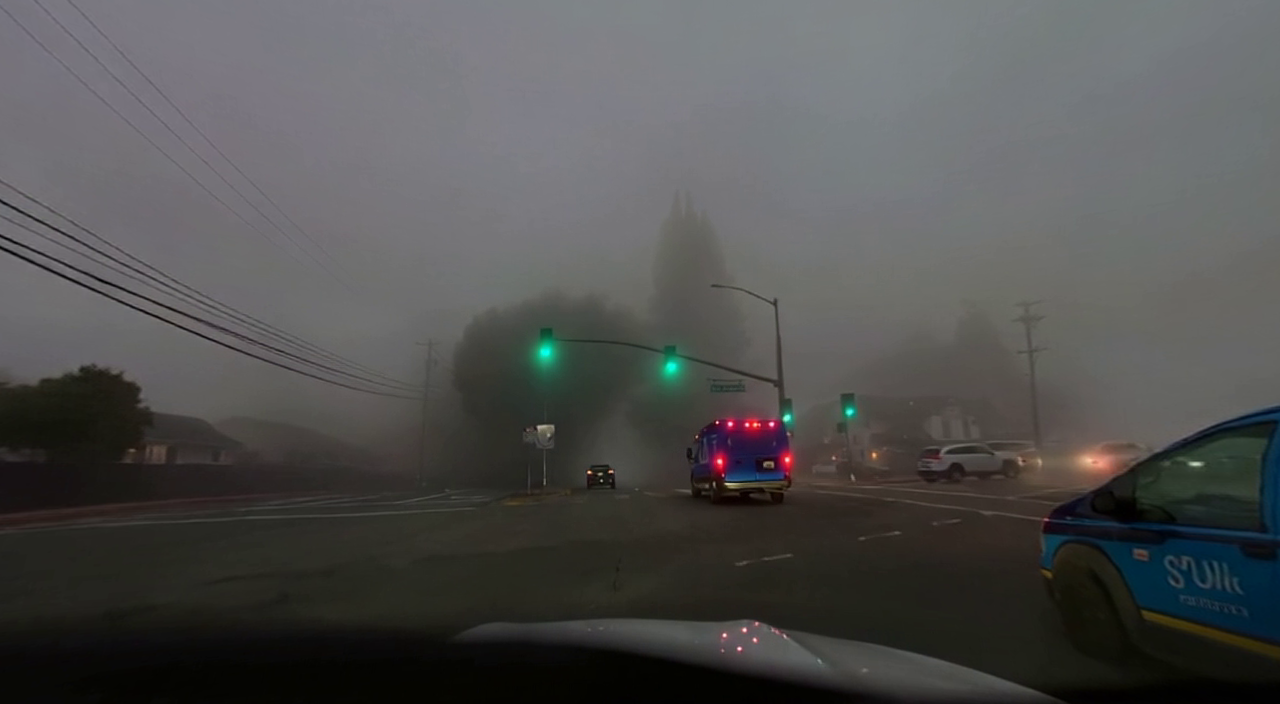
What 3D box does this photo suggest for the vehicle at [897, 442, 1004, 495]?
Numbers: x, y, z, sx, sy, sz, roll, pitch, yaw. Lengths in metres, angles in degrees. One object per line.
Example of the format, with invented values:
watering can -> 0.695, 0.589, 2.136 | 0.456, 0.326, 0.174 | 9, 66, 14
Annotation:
vehicle -> 12.456, 4.530, 25.170 | 4.994, 1.869, 2.106 | 8, -12, -43

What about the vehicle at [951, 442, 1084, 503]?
vehicle -> 12.011, 3.699, 19.960 | 4.897, 1.675, 2.032 | 7, -11, -40

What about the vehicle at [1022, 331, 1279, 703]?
vehicle -> 4.180, 0.808, 2.639 | 2.194, 1.922, 4.822 | 0, -8, 1

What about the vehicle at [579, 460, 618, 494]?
vehicle -> -2.453, 7.163, 36.512 | 2.114, 1.707, 3.725 | 1, -8, -5

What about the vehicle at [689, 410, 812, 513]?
vehicle -> 3.121, 3.273, 19.428 | 2.406, 2.687, 5.521 | 0, -8, -4
